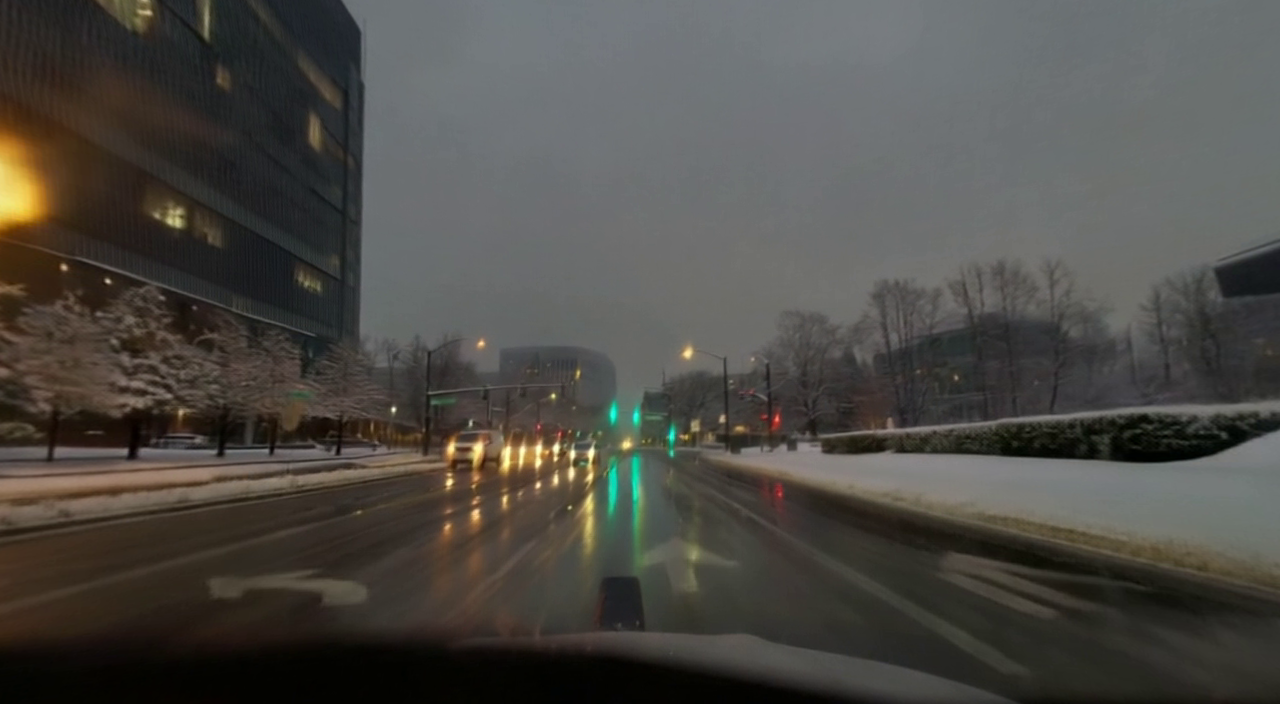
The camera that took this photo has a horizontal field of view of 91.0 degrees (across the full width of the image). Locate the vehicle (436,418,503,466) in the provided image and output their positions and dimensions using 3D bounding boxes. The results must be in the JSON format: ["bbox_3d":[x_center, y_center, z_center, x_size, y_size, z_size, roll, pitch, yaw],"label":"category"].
[{"bbox_3d":[-12.853,6.914,48.181,2.887,3.366,7.454,0,-9,1],"label":"vehicle"}]

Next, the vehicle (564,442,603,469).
[{"bbox_3d":[-3.737,6.962,42.649,2.181,1.706,4.334,0,-9,1],"label":"vehicle"}]

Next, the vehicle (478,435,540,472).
[{"bbox_3d":[-7.139,5.622,34.934,2.204,1.844,4.766,0,-9,2],"label":"vehicle"}]
